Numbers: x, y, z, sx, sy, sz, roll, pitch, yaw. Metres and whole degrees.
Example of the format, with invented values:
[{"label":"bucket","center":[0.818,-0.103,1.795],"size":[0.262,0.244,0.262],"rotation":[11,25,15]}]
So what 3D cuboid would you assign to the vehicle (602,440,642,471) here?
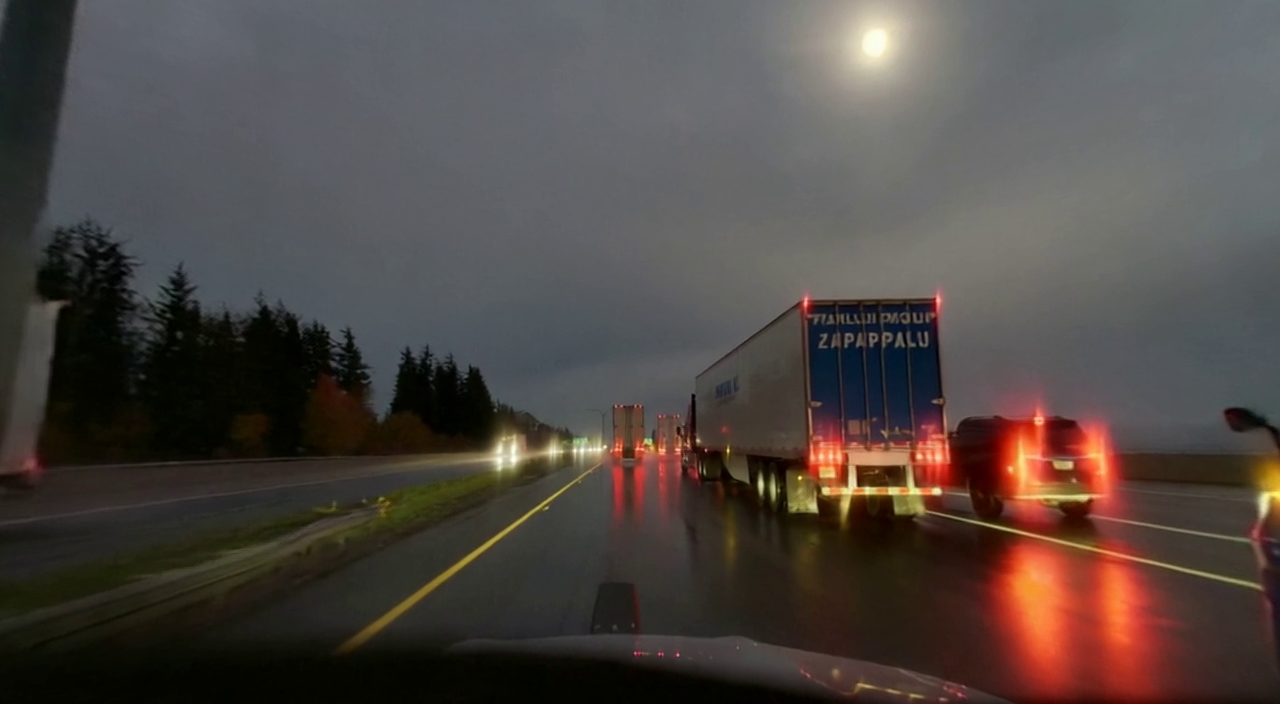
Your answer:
[{"label":"vehicle","center":[-0.943,5.309,32.459],"size":[1.943,1.491,3.459],"rotation":[0,-8,-2]}]

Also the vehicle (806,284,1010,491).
[{"label":"vehicle","center":[4.201,0.625,10.323],"size":[2.244,3.047,2.035],"rotation":[0,-8,-2]}]

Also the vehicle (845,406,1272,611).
[{"label":"vehicle","center":[4.543,1.449,6.786],"size":[4.253,1.543,2.045],"rotation":[4,-9,-30]}]
